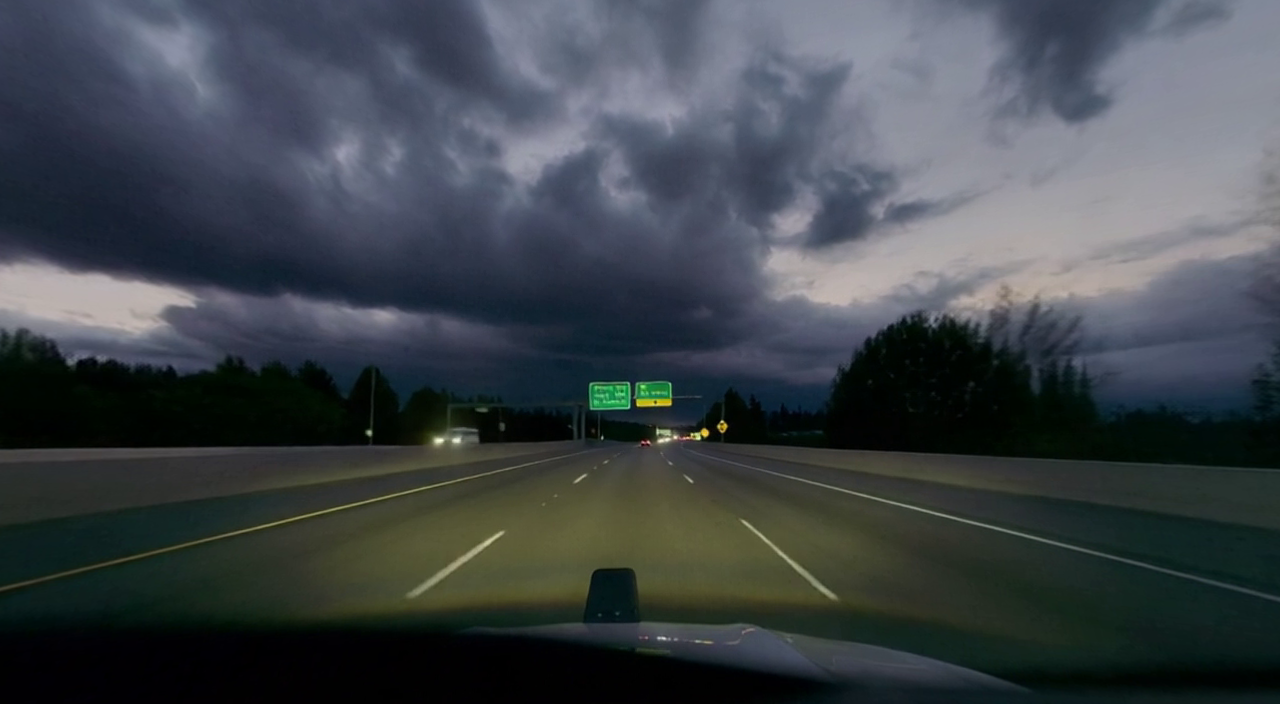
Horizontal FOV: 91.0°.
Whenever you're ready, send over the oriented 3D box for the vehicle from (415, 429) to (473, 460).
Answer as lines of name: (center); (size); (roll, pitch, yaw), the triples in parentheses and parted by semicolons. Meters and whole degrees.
vehicle: (-14.021, 6.671, 45.499); (2.360, 2.041, 5.367); (-1, -8, 1)
